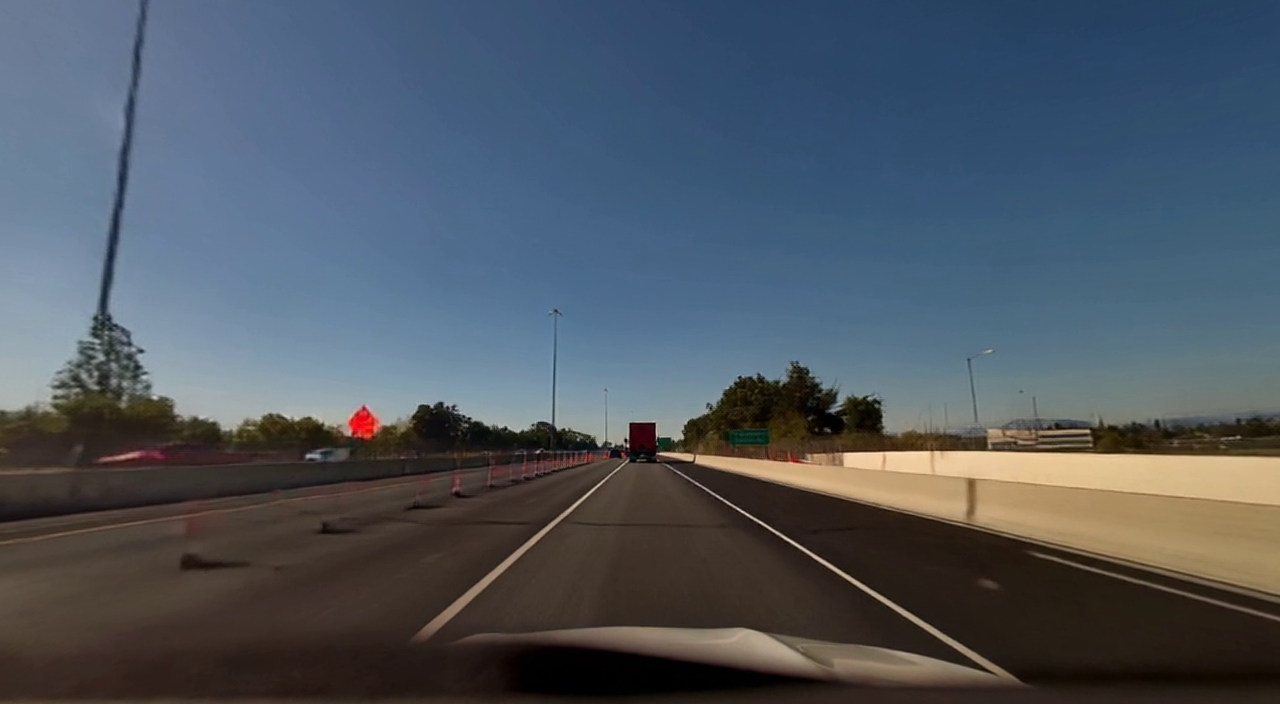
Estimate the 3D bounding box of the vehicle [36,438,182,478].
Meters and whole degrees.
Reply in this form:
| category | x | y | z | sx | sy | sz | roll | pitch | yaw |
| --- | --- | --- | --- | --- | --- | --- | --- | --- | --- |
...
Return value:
| category | x | y | z | sx | sy | sz | roll | pitch | yaw |
| --- | --- | --- | --- | --- | --- | --- | --- | --- | --- |
| vehicle | -23.405 | 4.687 | 28.089 | 2.141 | 1.619 | 4.968 | 0 | -9 | 0 |
